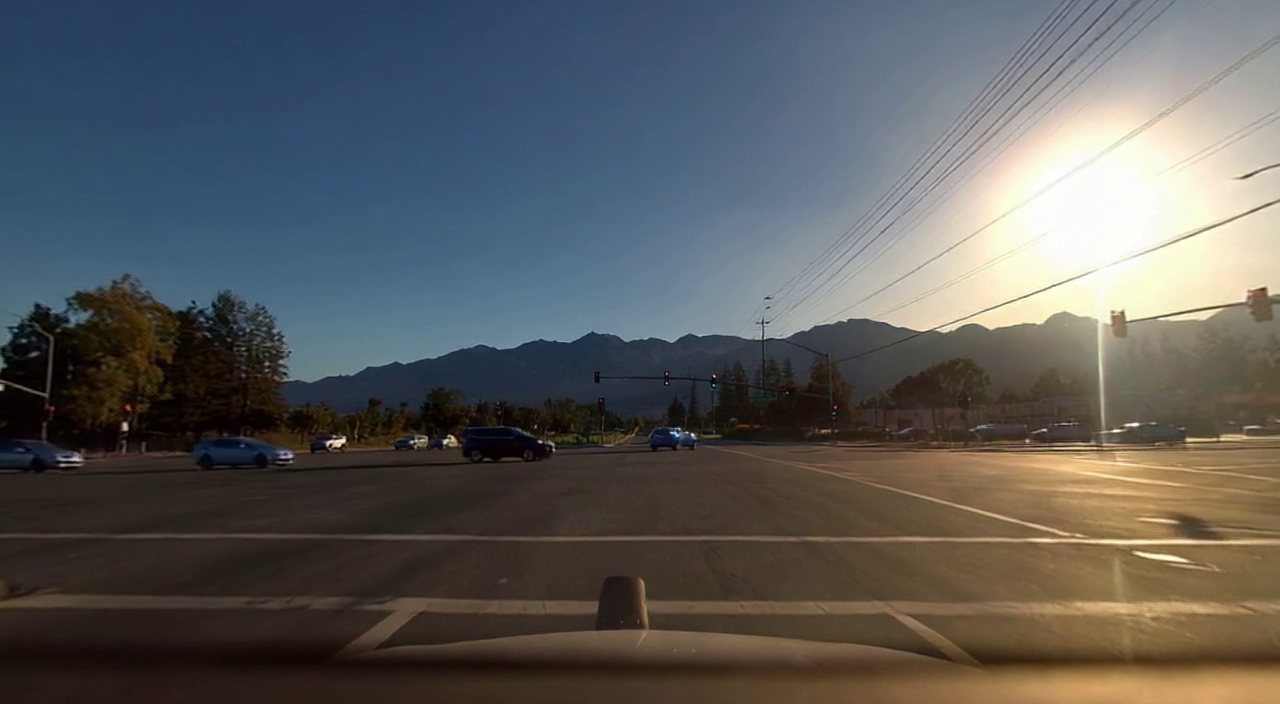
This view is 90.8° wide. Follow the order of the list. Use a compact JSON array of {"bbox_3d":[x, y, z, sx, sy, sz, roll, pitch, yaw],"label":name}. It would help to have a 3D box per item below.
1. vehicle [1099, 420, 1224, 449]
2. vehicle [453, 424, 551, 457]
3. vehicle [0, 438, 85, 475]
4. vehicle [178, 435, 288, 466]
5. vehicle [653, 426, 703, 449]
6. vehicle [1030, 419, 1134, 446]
[{"bbox_3d":[27.300,4.360,33.199,4.778,1.495,1.959,0,-8,0],"label":"vehicle"},{"bbox_3d":[-8.202,5.294,37.699,5.228,1.805,2.246,5,-10,-30],"label":"vehicle"},{"bbox_3d":[-30.872,5.122,31.167,4.812,1.735,2.105,0,-8,-2],"label":"vehicle"},{"bbox_3d":[-20.859,5.057,32.564,4.218,1.542,2.044,1,-8,-9],"label":"vehicle"},{"bbox_3d":[3.048,6.780,49.998,2.020,1.713,4.547,-5,-10,32],"label":"vehicle"},{"bbox_3d":[28.327,5.228,40.641,5.100,1.680,2.055,0,-8,1],"label":"vehicle"}]
